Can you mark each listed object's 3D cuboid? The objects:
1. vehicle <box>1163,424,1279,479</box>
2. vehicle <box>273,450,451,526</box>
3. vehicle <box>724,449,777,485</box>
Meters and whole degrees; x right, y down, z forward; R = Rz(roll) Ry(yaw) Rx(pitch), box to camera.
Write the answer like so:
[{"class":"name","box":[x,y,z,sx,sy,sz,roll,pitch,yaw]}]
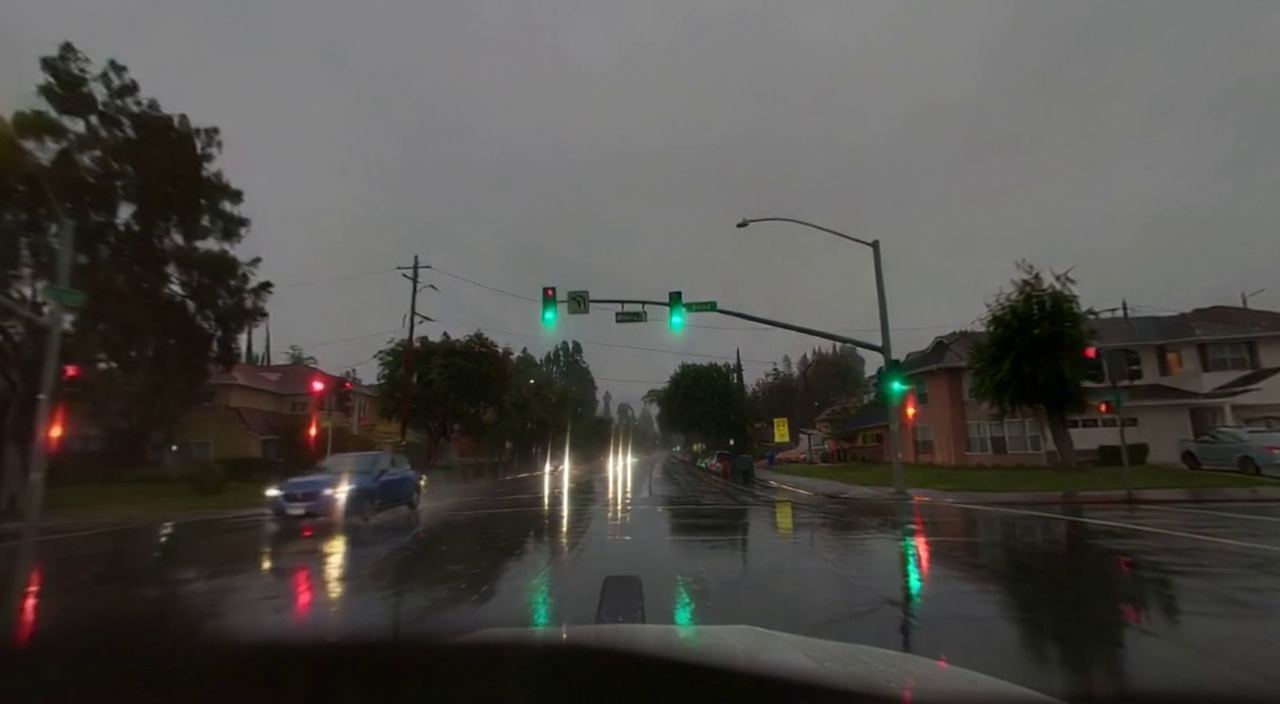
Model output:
[{"class":"vehicle","box":[22.620,3.691,23.624,1.964,1.858,4.881,0,-8,2]},{"class":"vehicle","box":[-6.846,3.377,16.380,2.270,1.605,4.958,0,-8,1]},{"class":"vehicle","box":[5.487,5.746,31.922,1.891,1.611,4.269,0,-8,0]}]
